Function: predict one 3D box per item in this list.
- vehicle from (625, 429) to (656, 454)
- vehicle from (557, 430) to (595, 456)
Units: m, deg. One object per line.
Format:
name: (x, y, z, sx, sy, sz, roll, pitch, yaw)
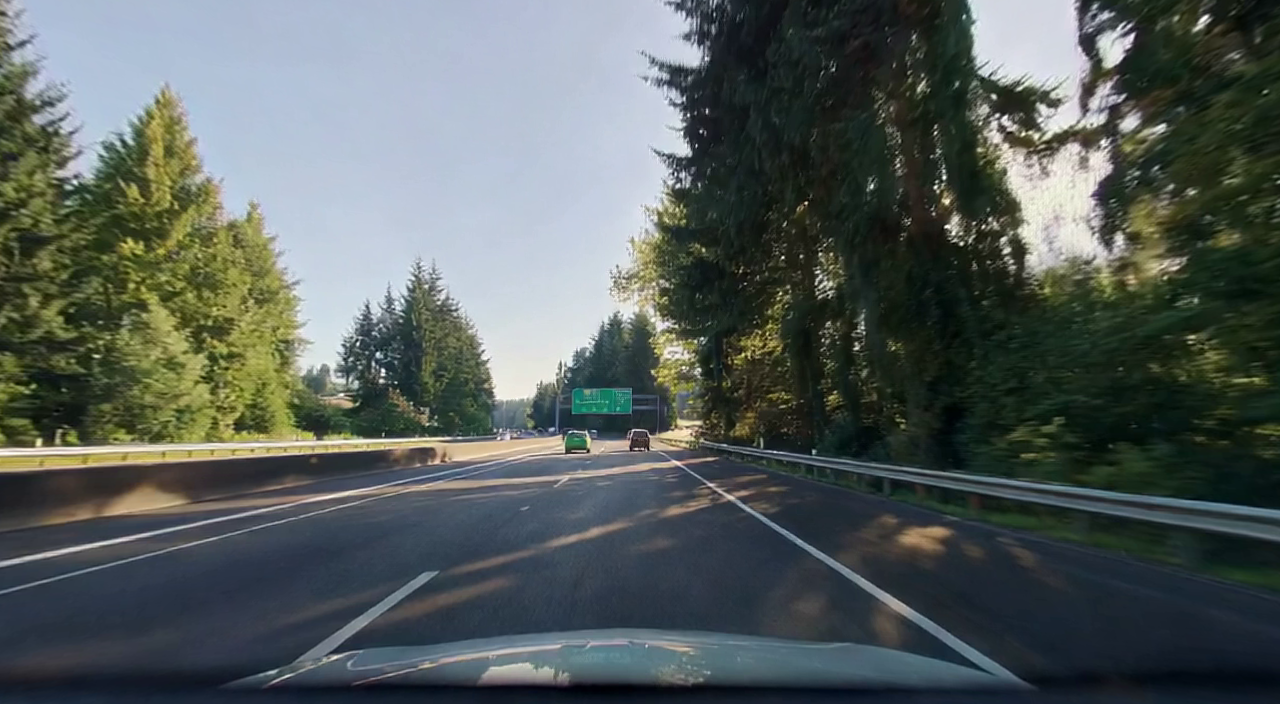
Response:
vehicle: (0.002, 6.589, 46.457, 2.170, 1.790, 4.490, 0, -8, 0)
vehicle: (-4.128, 5.949, 41.182, 2.055, 1.610, 4.116, 0, -8, 0)
